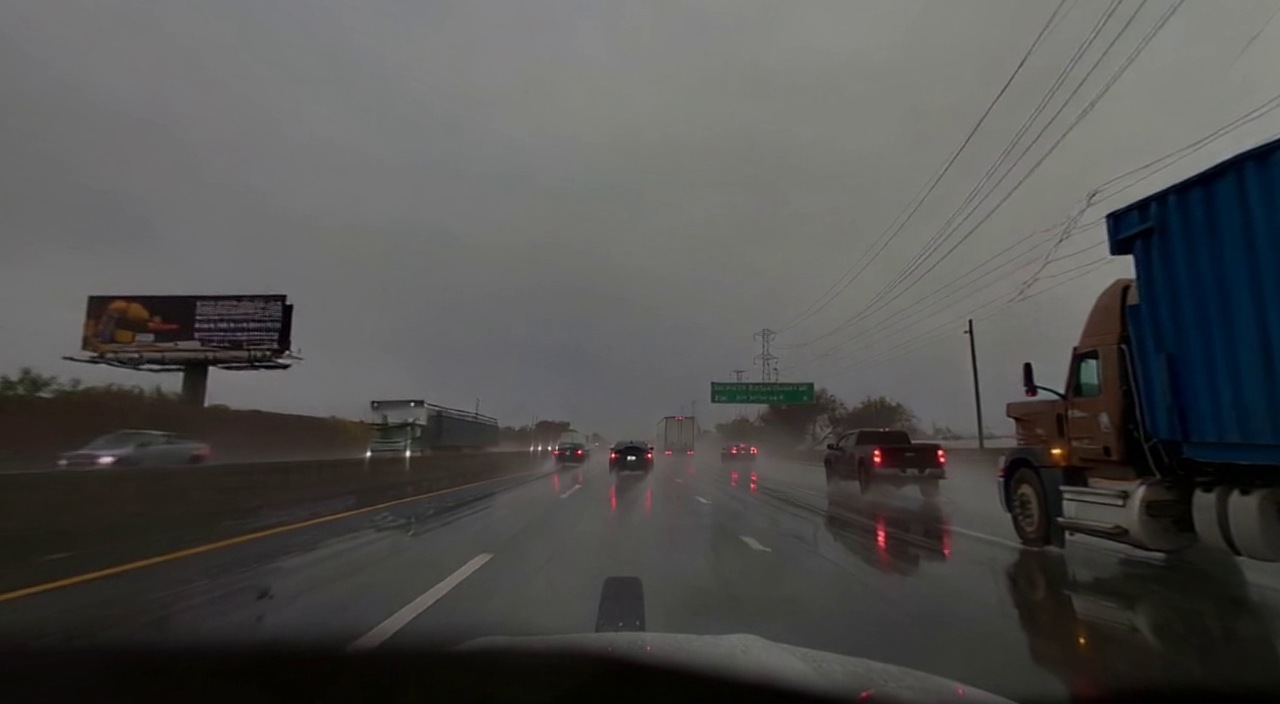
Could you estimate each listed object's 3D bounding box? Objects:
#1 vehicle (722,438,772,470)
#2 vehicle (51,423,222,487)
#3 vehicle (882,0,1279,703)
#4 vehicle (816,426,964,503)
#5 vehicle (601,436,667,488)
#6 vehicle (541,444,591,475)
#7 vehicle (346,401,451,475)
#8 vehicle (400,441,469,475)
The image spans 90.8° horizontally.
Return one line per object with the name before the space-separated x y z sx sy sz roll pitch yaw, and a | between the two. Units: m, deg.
vehicle | 7.027 6.801 42.265 2.302 1.973 5.502 0 -9 -1
vehicle | -20.843 4.315 26.682 2.247 2.391 5.960 0 -9 0
vehicle | 3.554 -0.438 0.892 3.013 3.940 7.933 0 -9 -2
vehicle | 6.892 3.174 18.202 2.086 1.862 5.232 0 -9 0
vehicle | -0.219 3.981 23.132 2.191 1.685 4.015 0 -9 0
vehicle | -3.810 5.626 33.284 2.025 1.498 4.675 0 -9 0
vehicle | -14.087 5.189 37.764 3.075 3.927 8.116 0 -9 0
vehicle | -10.771 5.589 33.472 2.043 1.628 4.675 0 -9 1
